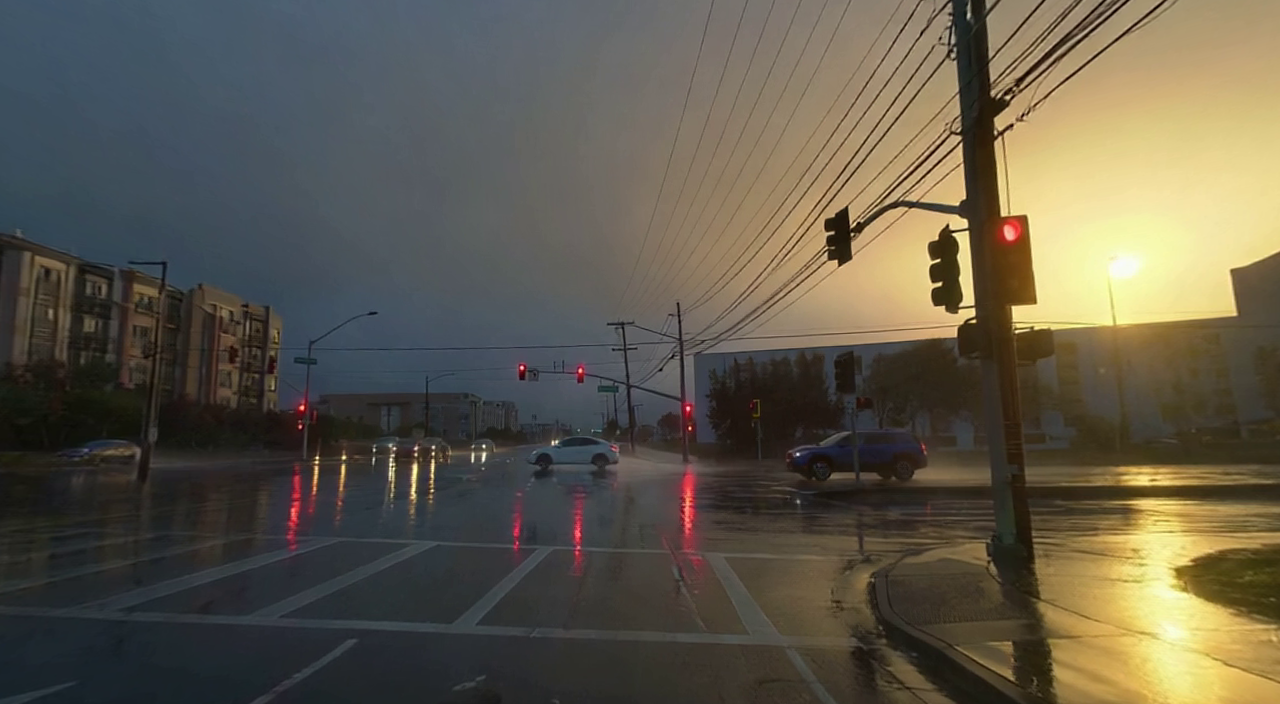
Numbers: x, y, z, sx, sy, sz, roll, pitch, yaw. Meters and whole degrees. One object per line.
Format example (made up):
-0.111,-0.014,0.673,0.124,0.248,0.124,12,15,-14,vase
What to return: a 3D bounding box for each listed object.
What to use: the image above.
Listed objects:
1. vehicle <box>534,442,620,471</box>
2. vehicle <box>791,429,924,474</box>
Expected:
-3.536,5.937,35.841,4.529,1.566,1.842,-2,-9,12,vehicle
8.719,4.031,25.718,4.884,1.714,2.021,-2,-9,12,vehicle
